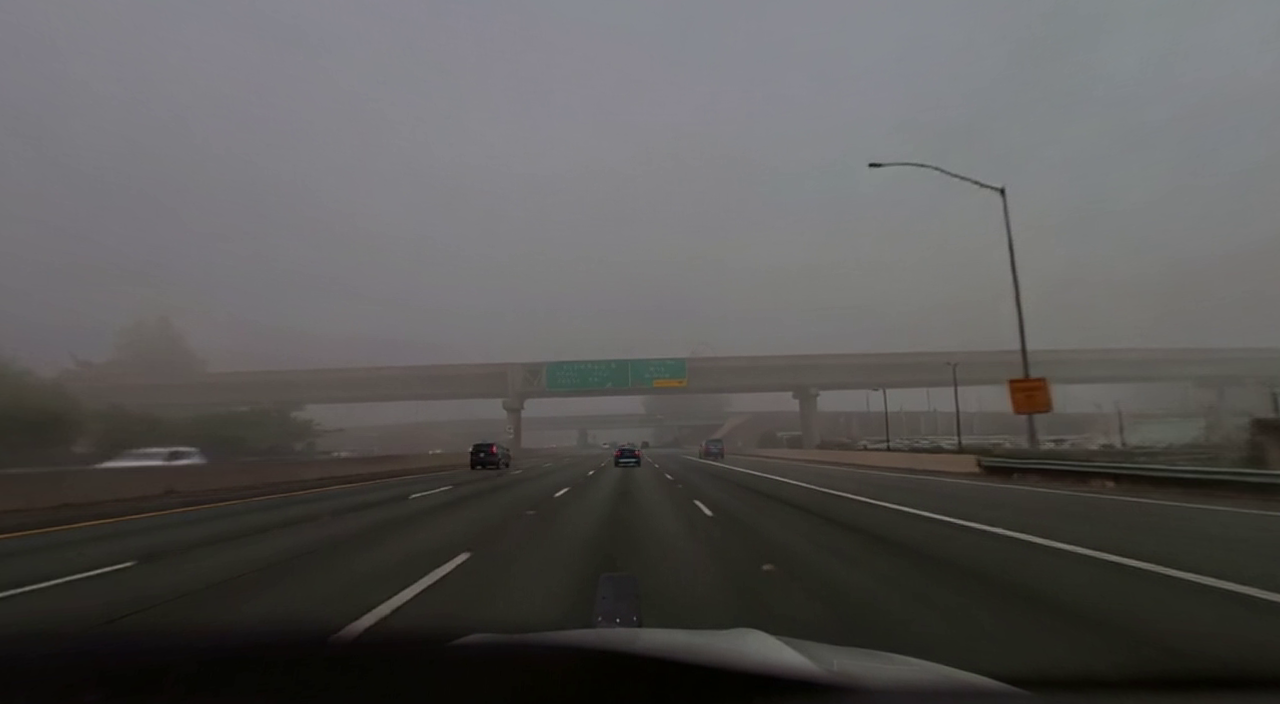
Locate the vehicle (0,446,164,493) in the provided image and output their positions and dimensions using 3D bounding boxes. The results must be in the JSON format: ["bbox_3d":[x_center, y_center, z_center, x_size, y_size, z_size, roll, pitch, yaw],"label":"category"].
[{"bbox_3d":[-20.510,4.275,23.472,1.971,1.475,4.681,0,-8,0],"label":"vehicle"}]

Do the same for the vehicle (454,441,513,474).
[{"bbox_3d":[-7.995,5.421,32.680,1.957,1.554,4.350,0,-8,-1],"label":"vehicle"}]

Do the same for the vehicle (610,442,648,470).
[{"bbox_3d":[-0.654,5.751,35.157,2.012,1.471,4.059,0,-8,-2],"label":"vehicle"}]
